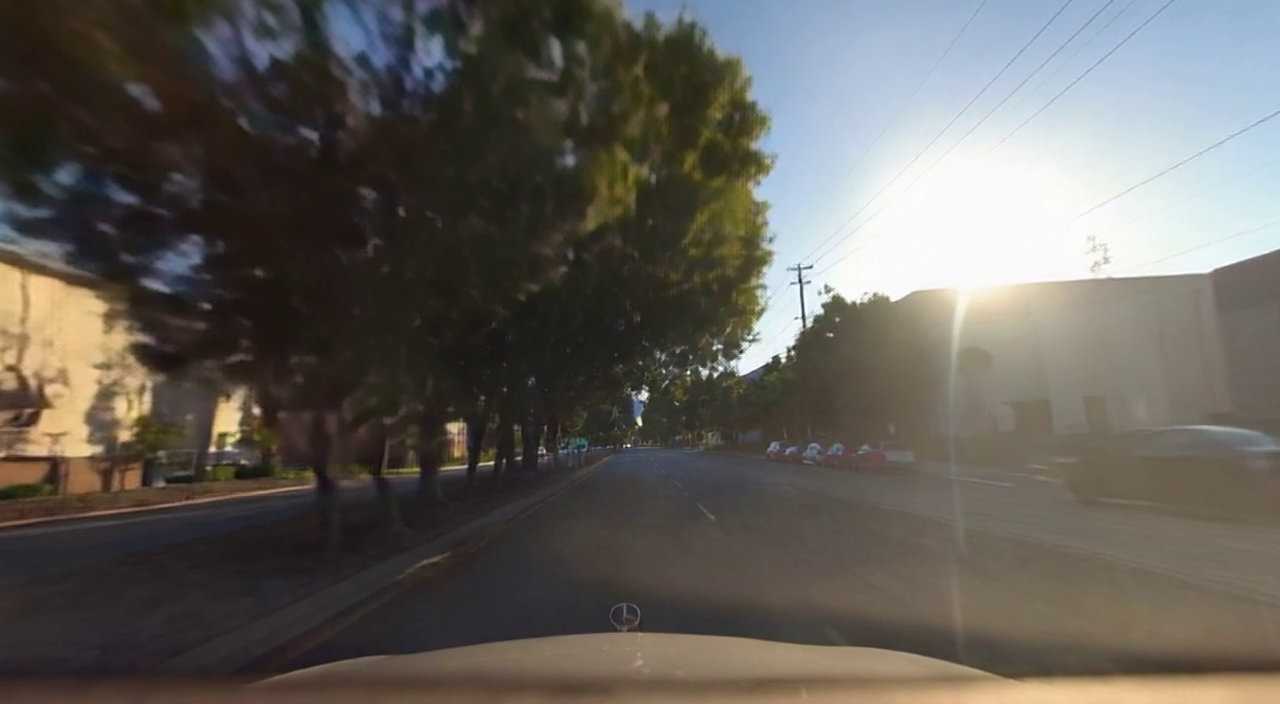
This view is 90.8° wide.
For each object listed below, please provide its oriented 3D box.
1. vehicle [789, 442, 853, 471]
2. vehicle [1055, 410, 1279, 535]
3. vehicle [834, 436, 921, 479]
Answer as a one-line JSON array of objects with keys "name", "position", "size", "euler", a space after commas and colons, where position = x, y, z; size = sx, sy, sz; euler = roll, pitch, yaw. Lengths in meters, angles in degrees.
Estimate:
[{"name": "vehicle", "position": [9.601, 5.589, 33.965], "size": [1.930, 1.453, 4.665], "euler": [0, -9, -2]}, {"name": "vehicle", "position": [9.885, 2.022, 11.099], "size": [2.037, 1.732, 4.530], "euler": [0, -9, 0]}, {"name": "vehicle", "position": [9.806, 4.386, 26.478], "size": [1.970, 1.610, 4.247], "euler": [0, -9, -1]}]
